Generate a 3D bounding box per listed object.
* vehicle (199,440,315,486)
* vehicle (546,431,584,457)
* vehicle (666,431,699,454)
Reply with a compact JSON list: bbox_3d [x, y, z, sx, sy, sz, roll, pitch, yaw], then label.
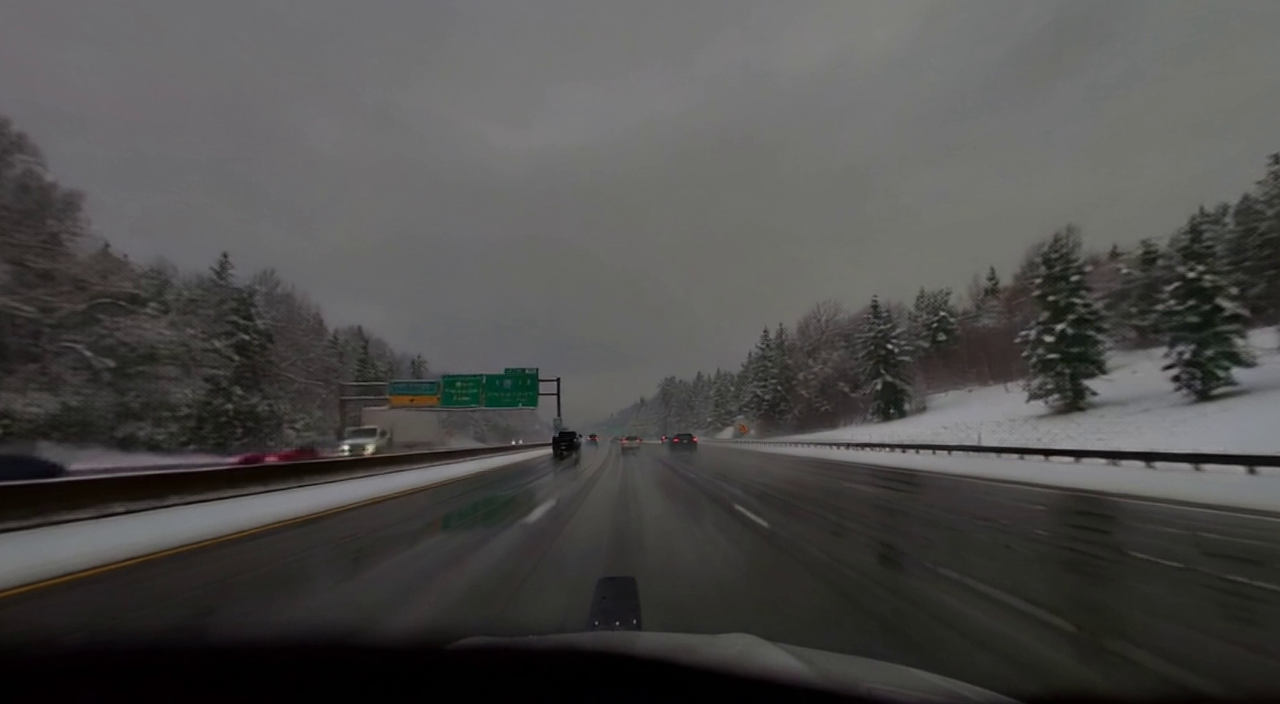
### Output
[{"bbox_3d":[-14.016,4.042,23.311,1.782,1.513,4.033,0,-8,-1],"label":"vehicle"},{"bbox_3d":[-4.939,6.123,41.901,2.119,1.629,3.946,0,-8,-1],"label":"vehicle"},{"bbox_3d":[3.191,6.864,47.944,2.066,1.673,4.225,0,-8,-2],"label":"vehicle"}]
